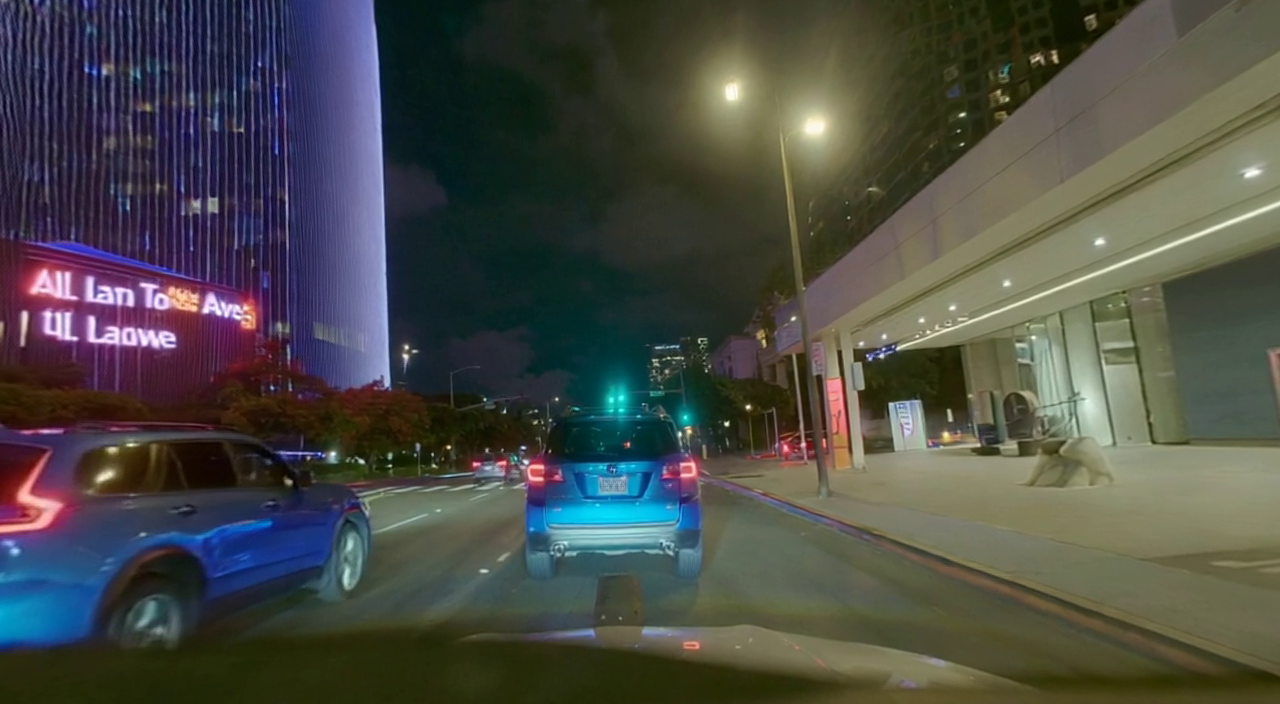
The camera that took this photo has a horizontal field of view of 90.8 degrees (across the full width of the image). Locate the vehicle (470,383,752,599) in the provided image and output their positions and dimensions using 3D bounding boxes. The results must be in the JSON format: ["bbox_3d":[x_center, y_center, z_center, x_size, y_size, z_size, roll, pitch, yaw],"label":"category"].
[{"bbox_3d":[-0.343,1.570,7.993,2.531,1.930,4.382,0,-8,-2],"label":"vehicle"}]

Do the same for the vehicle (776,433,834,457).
[{"bbox_3d":[10.504,5.929,40.095,1.877,1.416,3.965,-8,-12,41],"label":"vehicle"}]

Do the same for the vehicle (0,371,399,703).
[{"bbox_3d":[-3.409,1.203,4.269,1.971,1.658,4.428,0,-8,-2],"label":"vehicle"}]
